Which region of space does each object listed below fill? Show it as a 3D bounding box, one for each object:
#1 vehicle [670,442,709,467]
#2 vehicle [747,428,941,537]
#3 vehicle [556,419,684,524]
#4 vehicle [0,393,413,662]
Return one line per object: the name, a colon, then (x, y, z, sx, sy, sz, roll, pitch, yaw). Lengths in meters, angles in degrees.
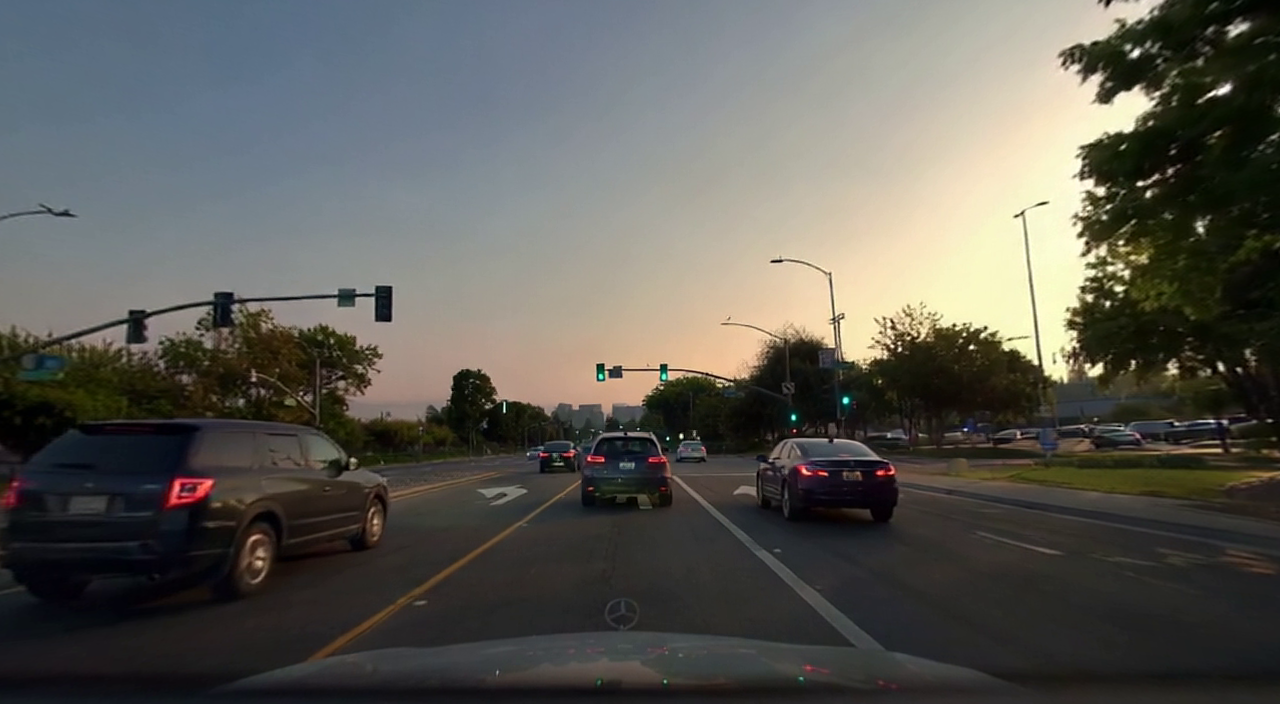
vehicle: (3.150, 6.645, 41.160, 2.171, 1.469, 4.420, 0, -8, 0)
vehicle: (3.307, 2.198, 11.246, 2.068, 1.541, 4.041, 0, -8, 0)
vehicle: (-0.354, 2.317, 12.731, 2.150, 1.725, 4.096, 0, -8, -1)
vehicle: (-3.794, 1.354, 5.890, 1.823, 1.602, 4.061, 0, -8, 0)
